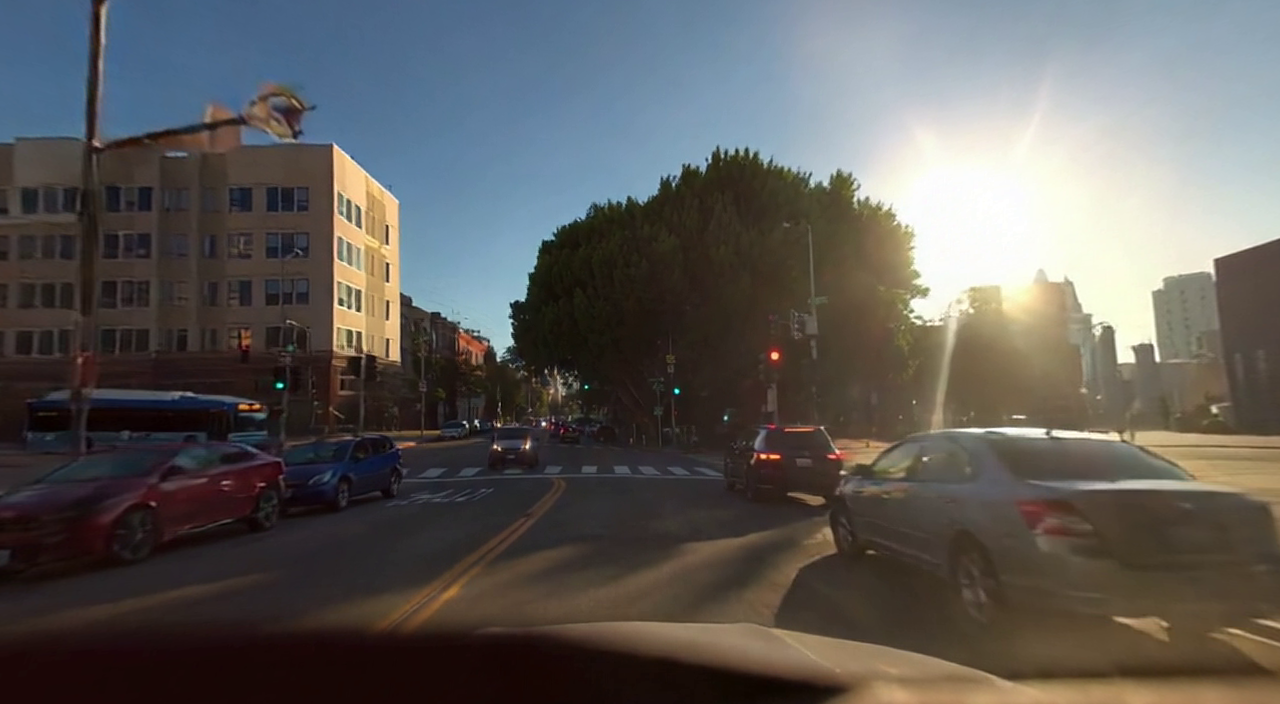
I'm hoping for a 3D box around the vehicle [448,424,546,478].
[{"bbox_3d":[-5.476,3.688,23.754,2.148,1.818,4.791,5,-10,-31],"label":"vehicle"}]

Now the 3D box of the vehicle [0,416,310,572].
[{"bbox_3d":[-6.915,1.922,9.294,1.893,1.758,4.019,0,-8,0],"label":"vehicle"}]

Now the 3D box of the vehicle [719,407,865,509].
[{"bbox_3d":[3.206,2.377,14.512,2.052,1.929,4.747,0,-8,-1],"label":"vehicle"}]

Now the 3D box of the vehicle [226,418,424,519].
[{"bbox_3d":[-6.846,2.557,14.509,2.132,1.801,4.885,-3,-8,-1],"label":"vehicle"}]

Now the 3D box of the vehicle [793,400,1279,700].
[{"bbox_3d":[3.059,1.332,5.622,2.032,1.474,4.795,0,-8,-2],"label":"vehicle"}]
